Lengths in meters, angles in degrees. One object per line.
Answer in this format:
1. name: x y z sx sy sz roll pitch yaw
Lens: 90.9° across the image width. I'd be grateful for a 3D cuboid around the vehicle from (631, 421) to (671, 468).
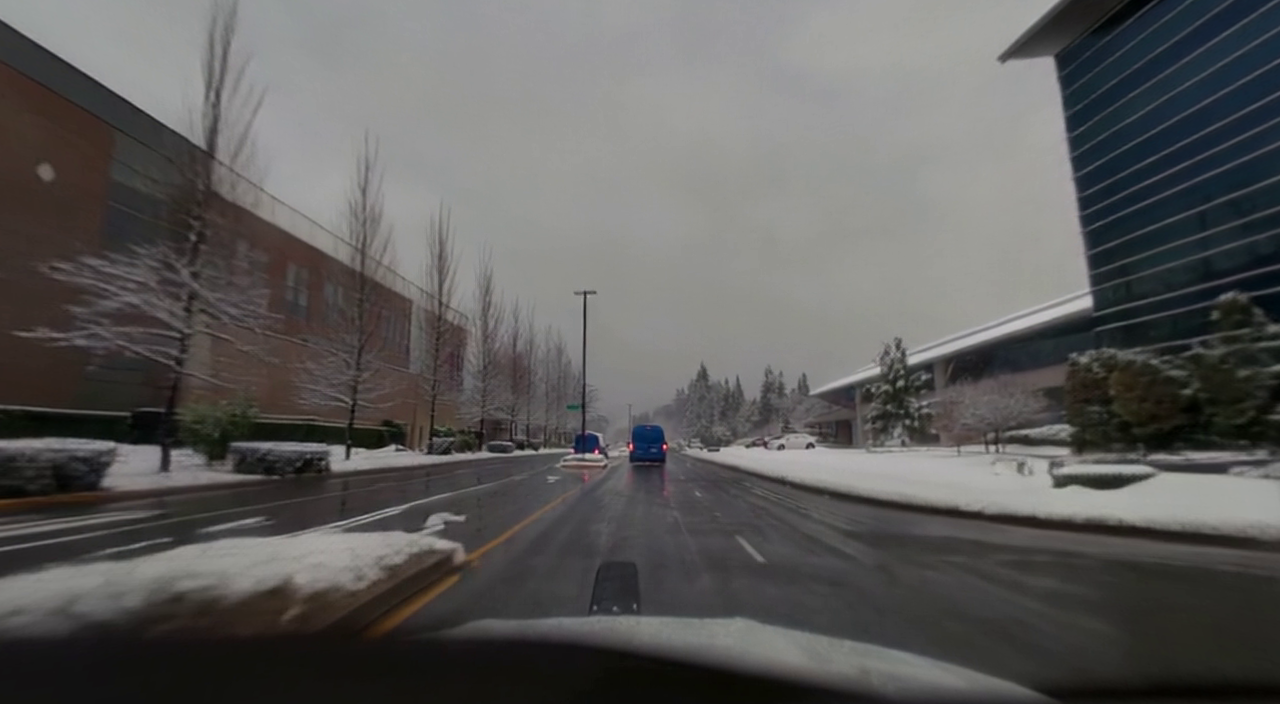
1. vehicle: 0.662 5.945 40.586 2.435 2.816 5.232 0 -8 0
